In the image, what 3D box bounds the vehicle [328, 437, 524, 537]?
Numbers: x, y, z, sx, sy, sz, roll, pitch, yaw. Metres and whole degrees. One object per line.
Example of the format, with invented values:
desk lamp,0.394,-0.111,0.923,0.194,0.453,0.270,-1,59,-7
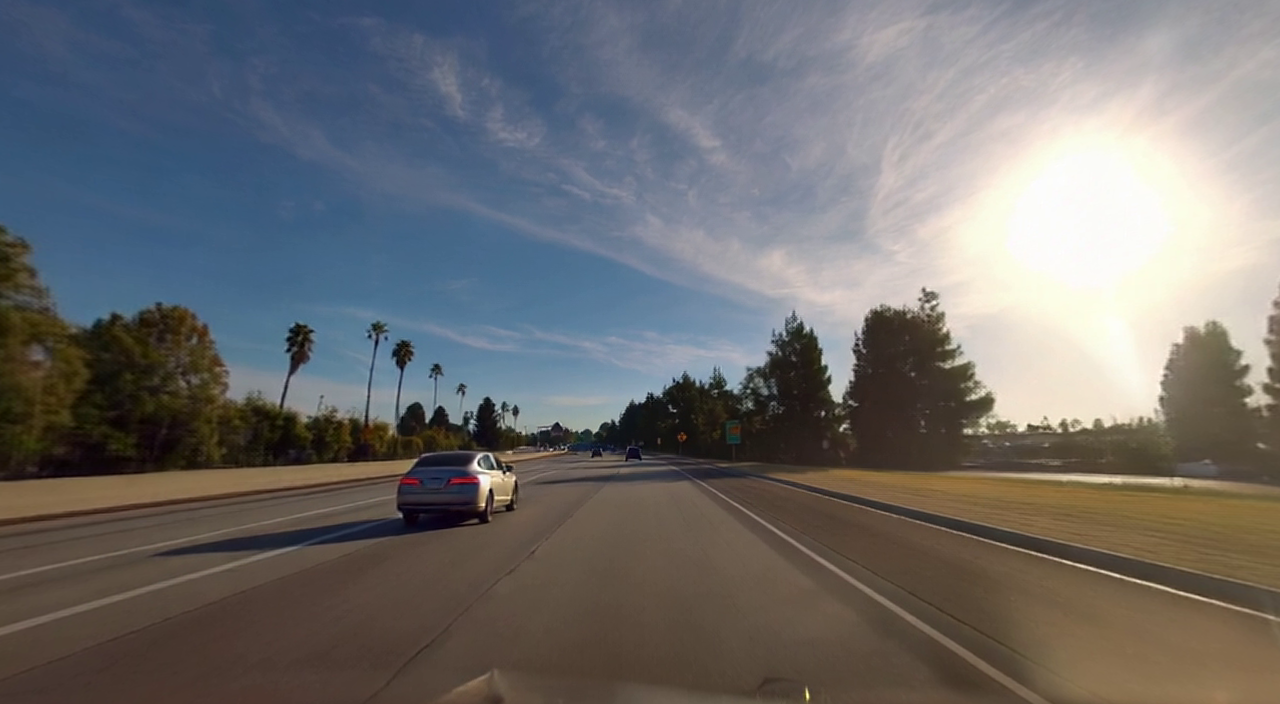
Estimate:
vehicle,-3.851,2.499,12.416,2.092,1.562,4.748,0,-8,2
